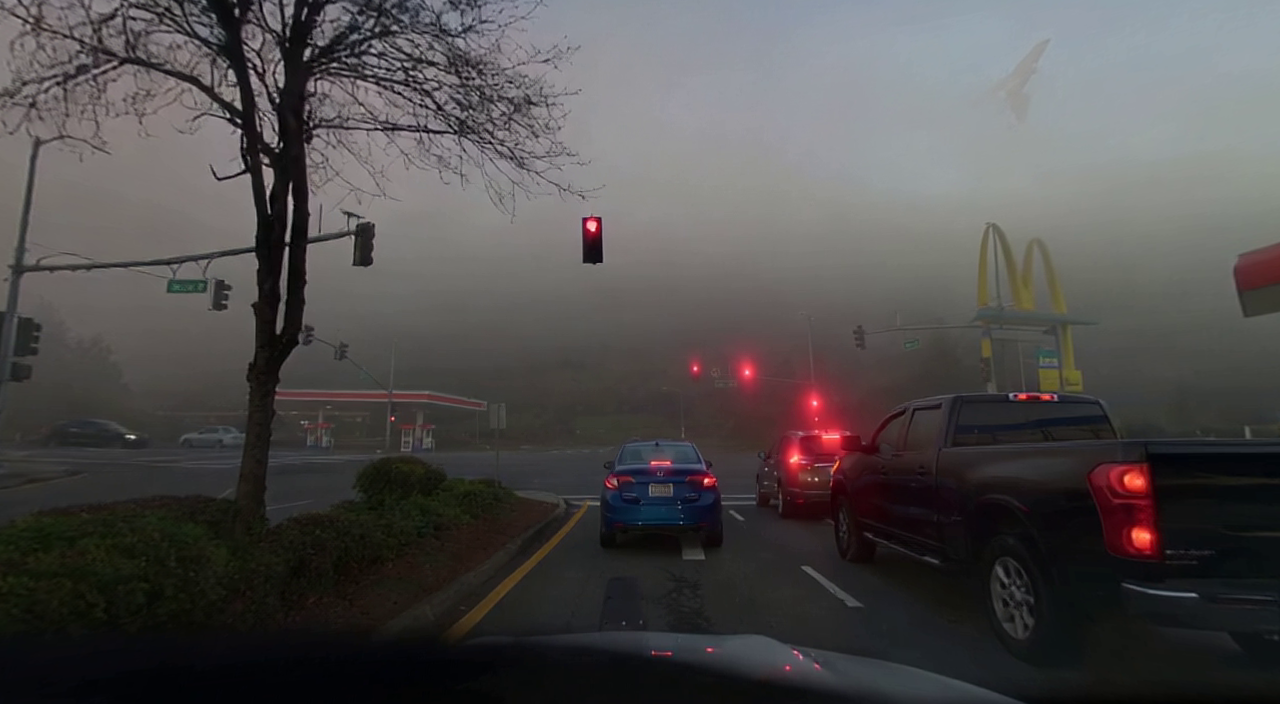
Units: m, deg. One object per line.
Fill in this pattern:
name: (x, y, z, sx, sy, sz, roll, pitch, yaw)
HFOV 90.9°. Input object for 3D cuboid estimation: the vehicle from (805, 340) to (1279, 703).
vehicle: (3.560, 1.311, 6.130, 2.277, 1.871, 6.143, 0, -8, 0)

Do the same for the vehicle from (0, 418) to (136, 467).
vehicle: (-21.972, 3.360, 23.451, 4.742, 1.720, 2.107, -1, -8, 4)

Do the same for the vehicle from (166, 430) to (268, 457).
vehicle: (-23.098, 5.032, 34.487, 4.326, 1.420, 1.798, -1, -8, 4)

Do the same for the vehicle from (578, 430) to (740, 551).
vehicle: (0.231, 2.016, 9.869, 2.027, 1.494, 3.824, 0, -8, 0)
